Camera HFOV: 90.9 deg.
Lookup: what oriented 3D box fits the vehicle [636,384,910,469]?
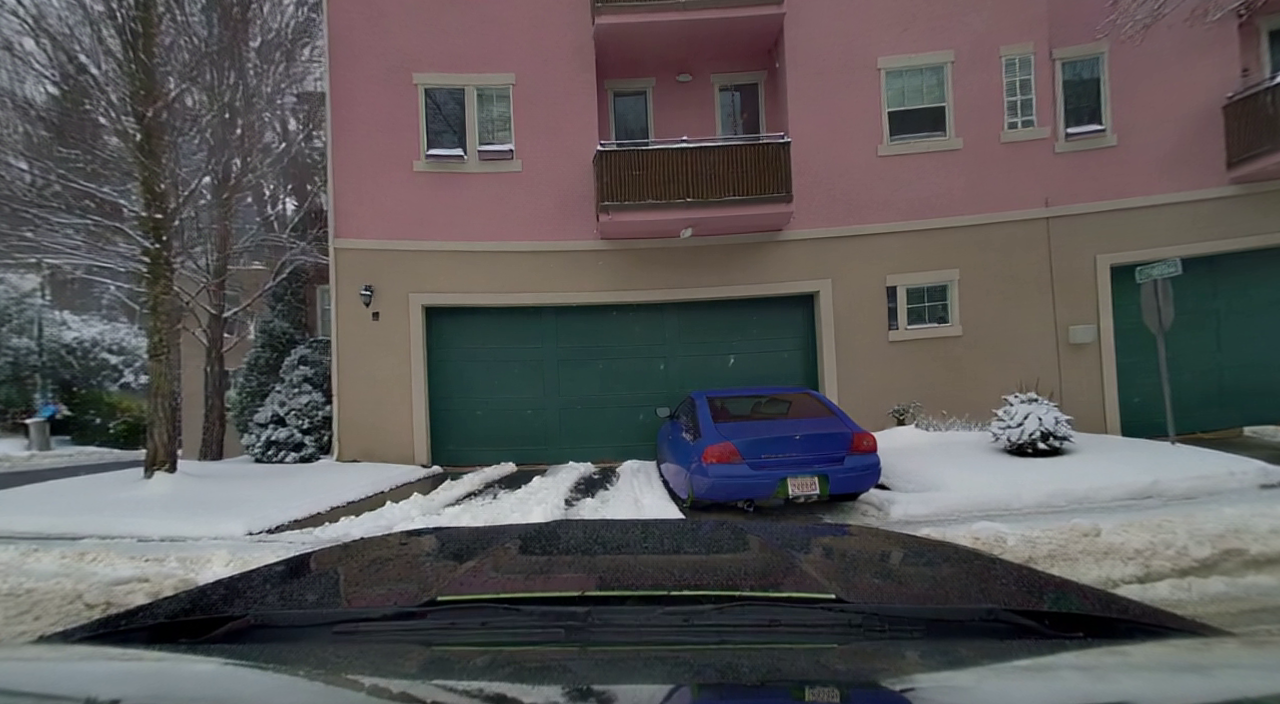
[{"bbox_3d":[2.282,1.414,11.835,4.697,1.444,1.825,0,-8,-1],"label":"vehicle"}]

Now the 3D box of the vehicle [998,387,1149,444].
[{"bbox_3d":[15.582,2.312,22.831,3.905,1.475,2.057,-7,-7,-4],"label":"vehicle"}]
